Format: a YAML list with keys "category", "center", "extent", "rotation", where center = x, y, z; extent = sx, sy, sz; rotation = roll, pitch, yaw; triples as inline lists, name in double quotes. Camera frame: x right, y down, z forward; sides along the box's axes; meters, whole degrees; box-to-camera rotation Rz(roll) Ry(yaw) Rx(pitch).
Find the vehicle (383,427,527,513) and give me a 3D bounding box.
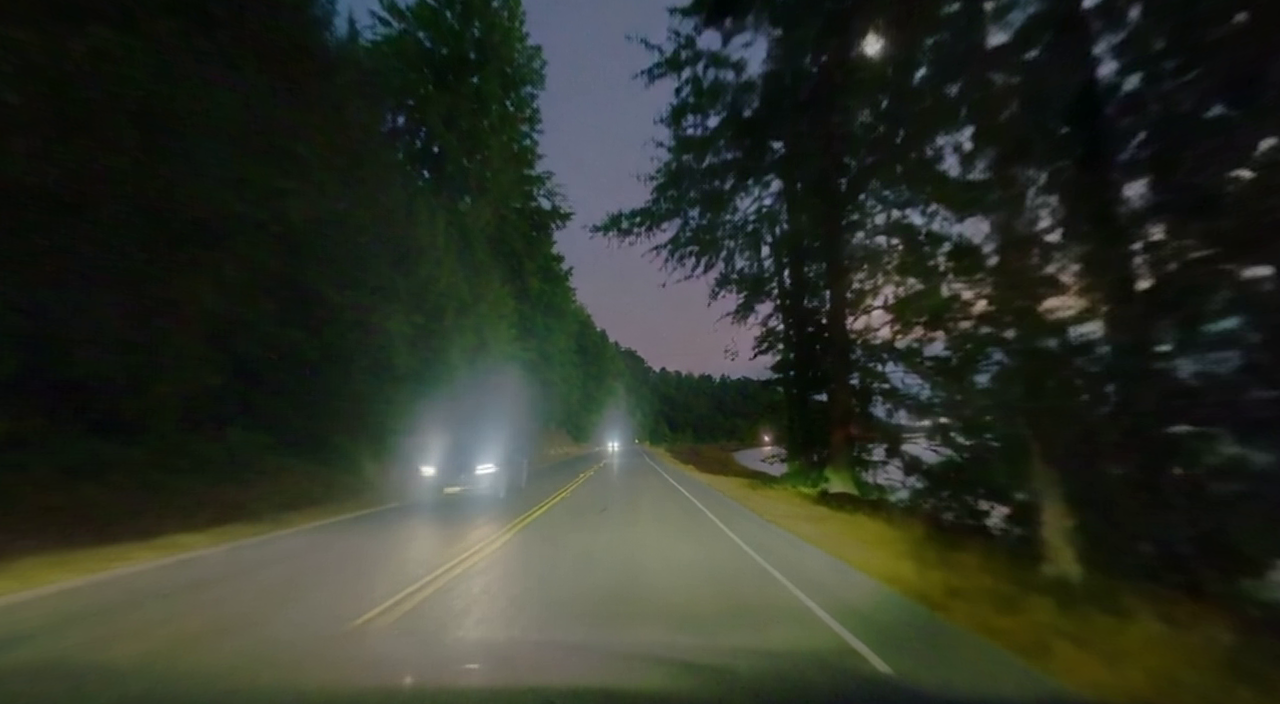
- category: "vehicle"
  center: [-4.376, 2.876, 15.876]
  extent: [2.228, 1.834, 4.621]
  rotation: [0, -9, 0]
